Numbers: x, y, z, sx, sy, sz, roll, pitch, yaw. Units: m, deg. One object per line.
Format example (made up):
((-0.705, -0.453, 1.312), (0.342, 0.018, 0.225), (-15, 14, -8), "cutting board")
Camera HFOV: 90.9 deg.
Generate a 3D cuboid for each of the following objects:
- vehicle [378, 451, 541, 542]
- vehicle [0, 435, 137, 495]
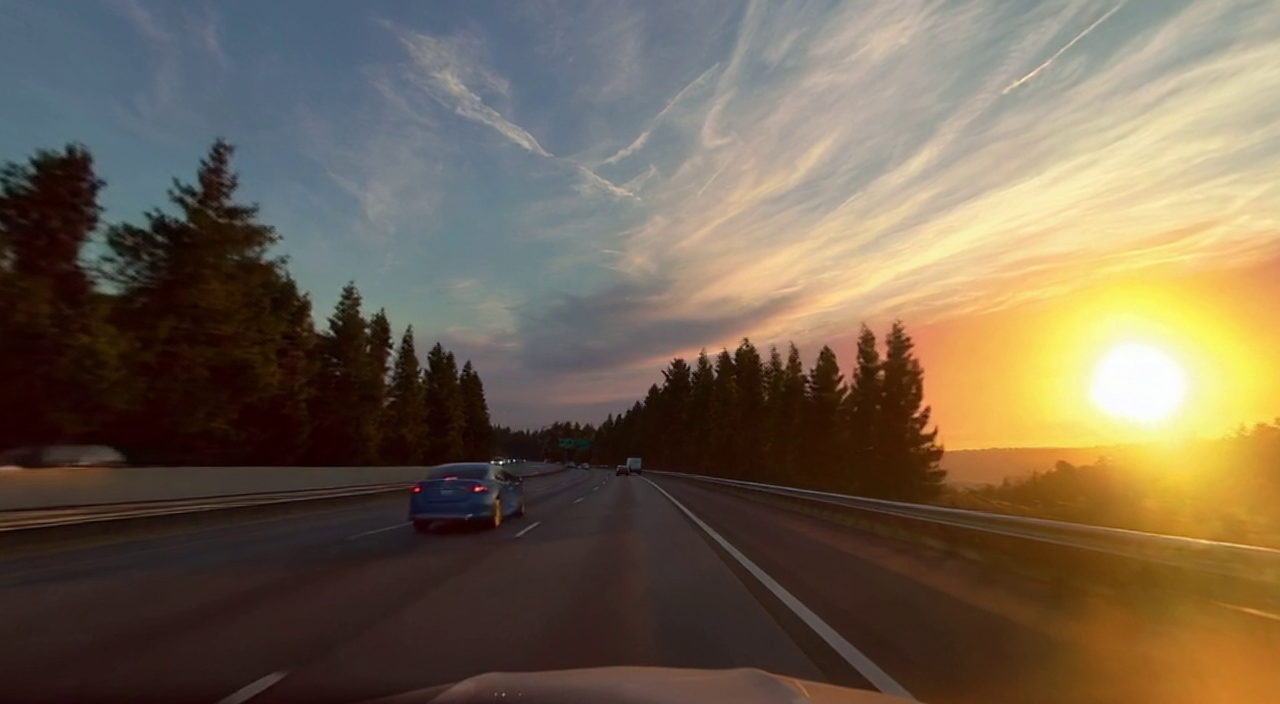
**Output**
((-3.309, 2.762, 12.412), (2.040, 1.465, 3.744), (1, -11, 0), "vehicle")
((-17.329, 3.282, 18.301), (1.872, 1.501, 4.234), (1, -11, 0), "vehicle")
